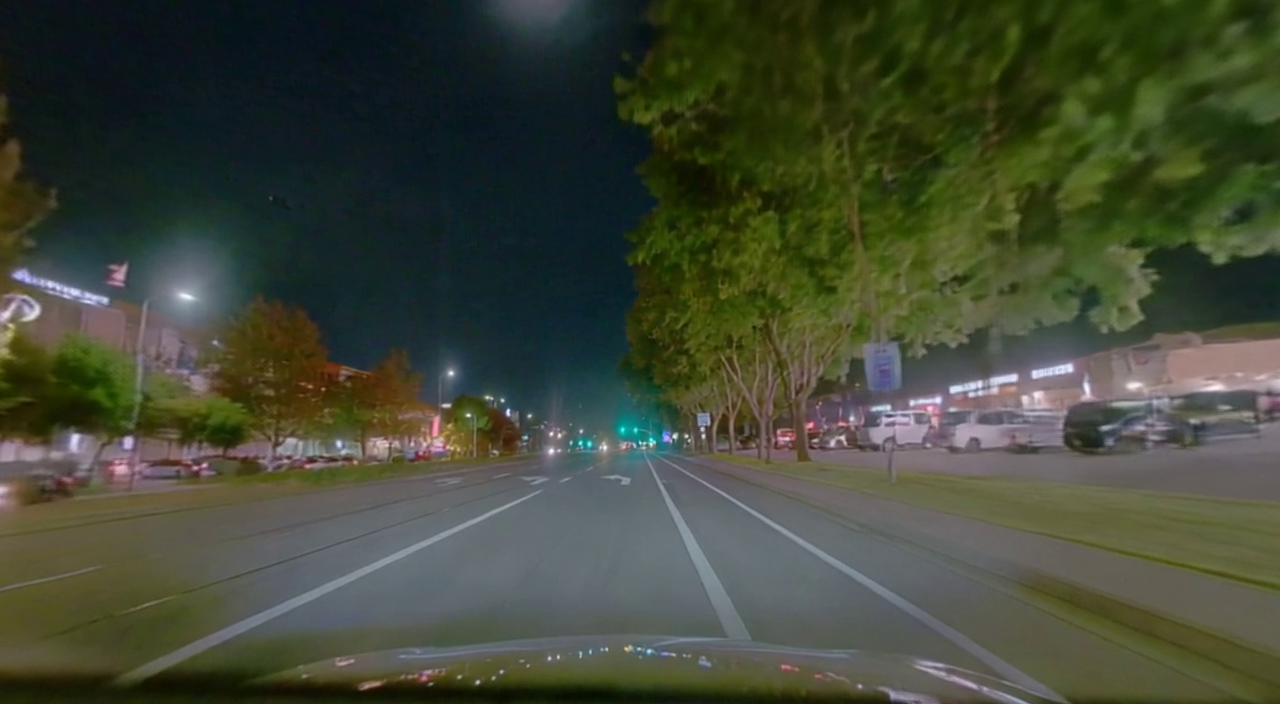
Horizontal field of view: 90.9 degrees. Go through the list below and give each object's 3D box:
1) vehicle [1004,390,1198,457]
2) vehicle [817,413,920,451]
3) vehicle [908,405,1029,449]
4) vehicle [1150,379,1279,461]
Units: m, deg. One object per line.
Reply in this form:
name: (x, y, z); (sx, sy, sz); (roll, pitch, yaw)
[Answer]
vehicle: (12.365, 1.965, 17.100); (3.742, 1.560, 1.822); (-2, -8, 0)
vehicle: (12.576, 4.420, 34.927); (4.713, 1.767, 2.268); (-3, -7, 1)
vehicle: (12.682, 2.938, 24.494); (3.641, 1.524, 1.731); (-2, -8, -1)
vehicle: (12.585, 1.355, 12.320); (3.712, 1.467, 1.729); (0, -8, -1)
